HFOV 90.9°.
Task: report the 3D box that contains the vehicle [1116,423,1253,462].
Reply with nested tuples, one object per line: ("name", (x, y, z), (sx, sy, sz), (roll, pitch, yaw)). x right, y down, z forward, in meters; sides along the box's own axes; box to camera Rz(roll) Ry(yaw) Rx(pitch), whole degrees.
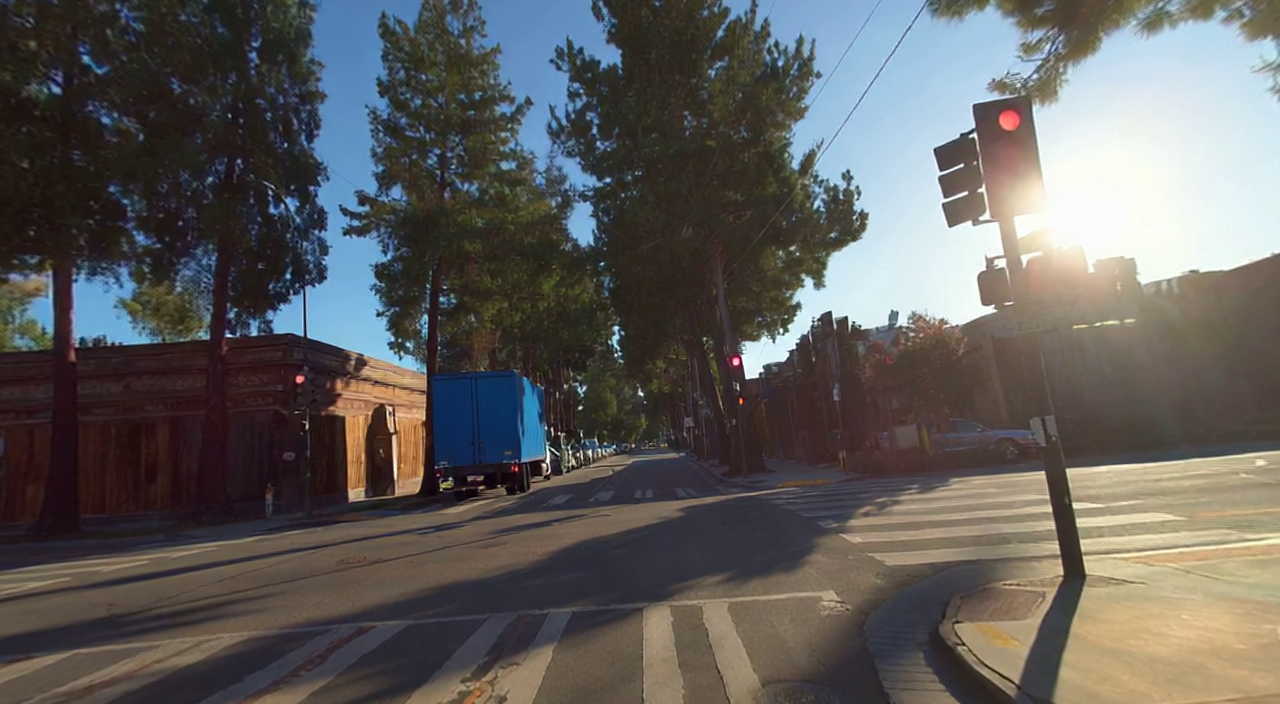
("vehicle", (24.946, 4.166, 29.019), (4.268, 1.695, 2.053), (0, -8, 3))

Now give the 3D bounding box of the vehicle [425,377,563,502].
("vehicle", (-5.749, 3.761, 27.091), (3.113, 4.041, 10.284), (-6, -8, 0))

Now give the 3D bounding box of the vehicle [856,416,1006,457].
("vehicle", (10.686, 3.141, 23.420), (4.643, 1.456, 1.820), (-1, -8, 5))
